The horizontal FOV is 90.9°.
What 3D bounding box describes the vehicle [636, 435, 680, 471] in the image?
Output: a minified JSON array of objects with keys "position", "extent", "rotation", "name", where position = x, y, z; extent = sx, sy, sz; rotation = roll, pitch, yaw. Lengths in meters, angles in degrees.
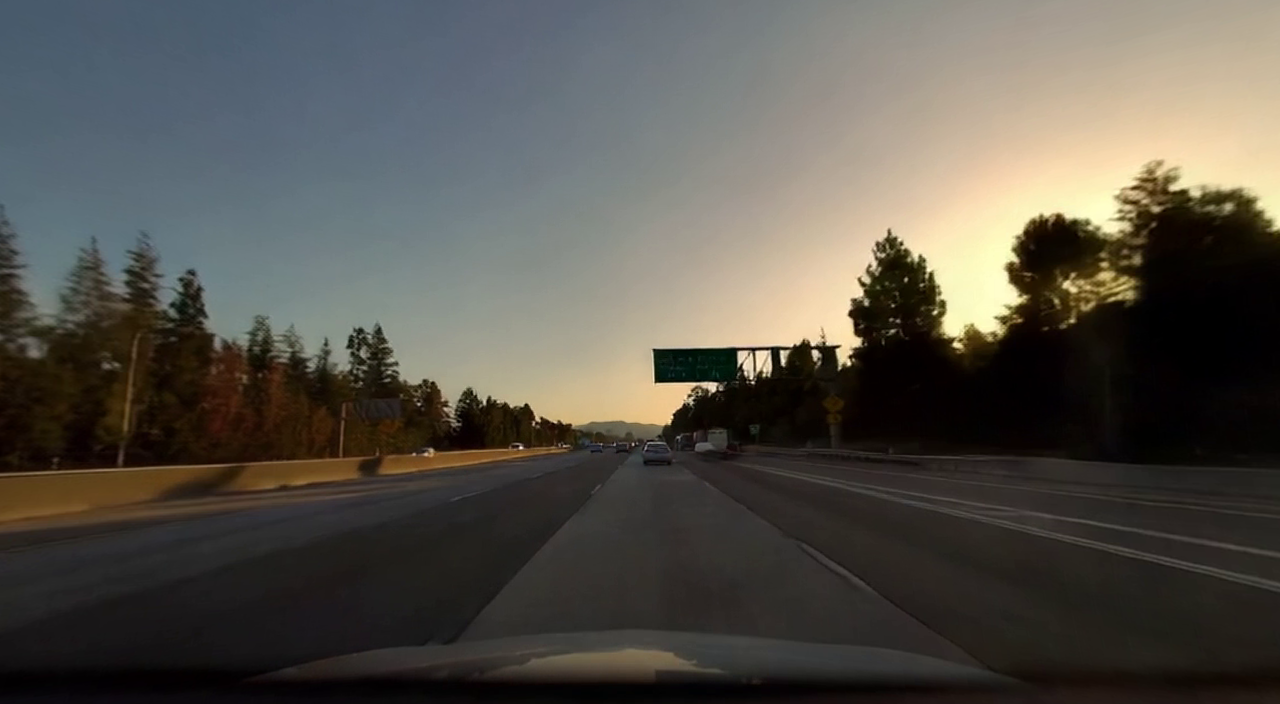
[{"position":[0.927,5.454,34.255],"extent":[2.260,1.766,4.348],"rotation":[0,-8,0],"name":"vehicle"}]
